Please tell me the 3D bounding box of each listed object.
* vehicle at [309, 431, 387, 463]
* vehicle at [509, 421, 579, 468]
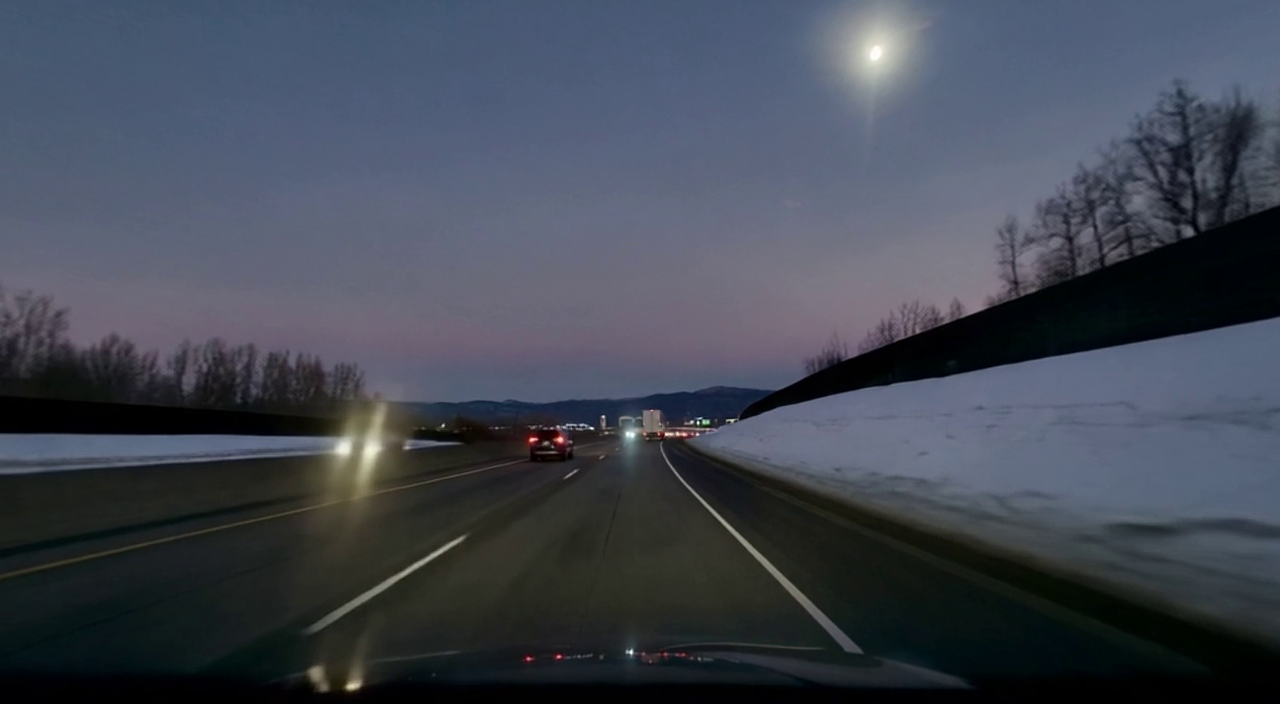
[{"bbox_3d":[-15.132,4.940,32.899,1.848,1.505,4.527,0,-8,1],"label":"vehicle"},{"bbox_3d":[-3.690,3.656,24.966,2.018,1.678,4.312,0,-8,1],"label":"vehicle"}]
